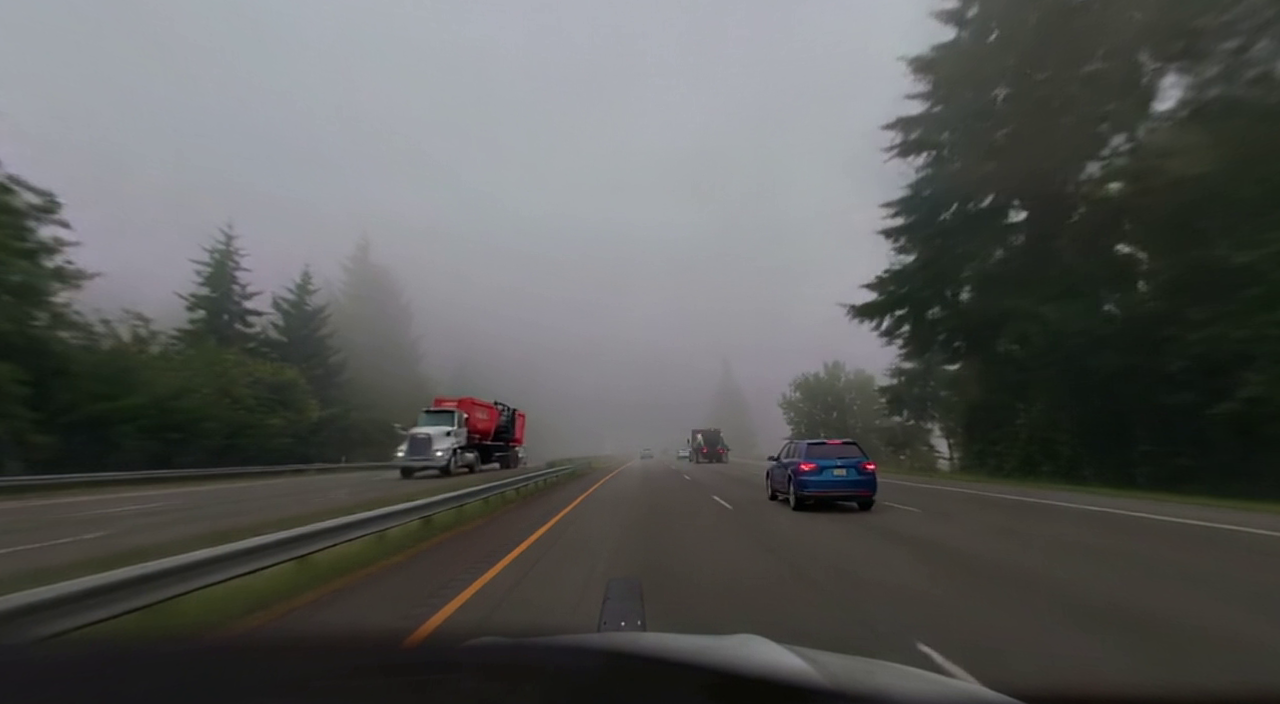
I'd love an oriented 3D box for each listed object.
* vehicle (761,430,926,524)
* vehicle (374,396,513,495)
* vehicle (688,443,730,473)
[{"bbox_3d":[3.934,2.496,13.037,2.005,1.604,4.002,0,-9,-1],"label":"vehicle"},{"bbox_3d":[-7.782,3.953,26.530,3.011,3.465,8.510,0,-9,0],"label":"vehicle"},{"bbox_3d":[4.137,6.432,38.354,2.022,1.658,4.132,0,-9,-1],"label":"vehicle"}]
